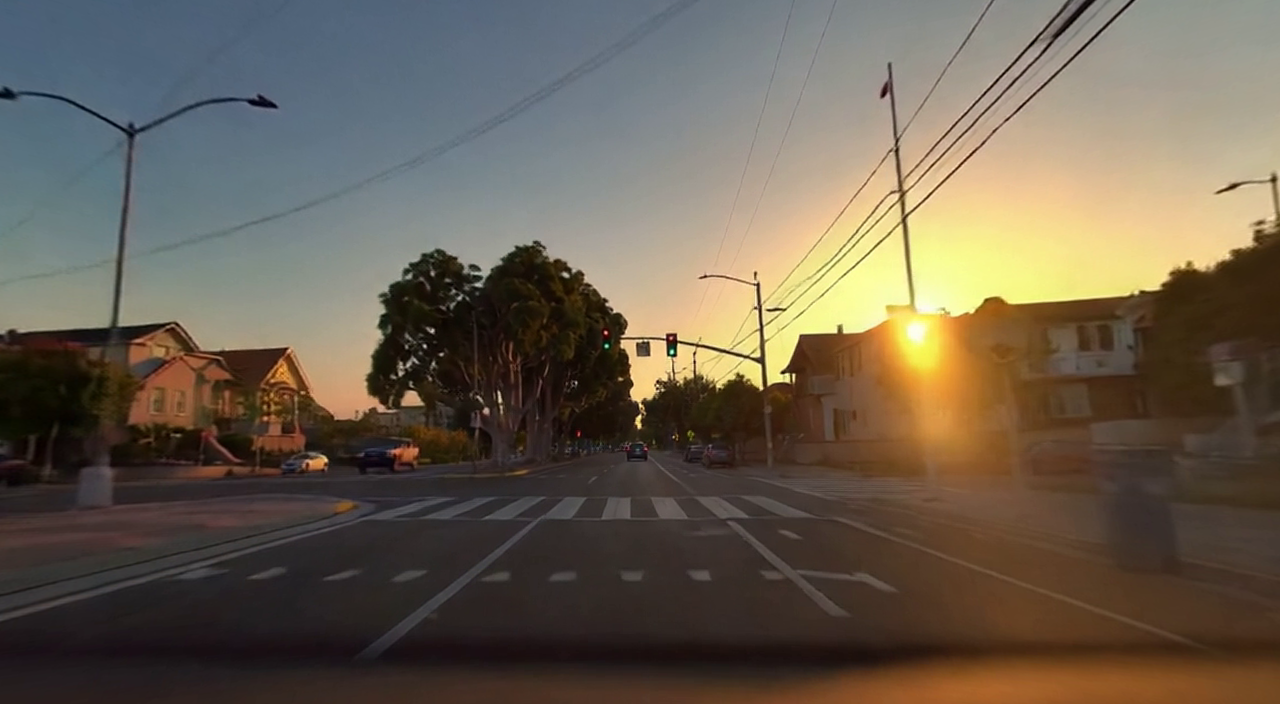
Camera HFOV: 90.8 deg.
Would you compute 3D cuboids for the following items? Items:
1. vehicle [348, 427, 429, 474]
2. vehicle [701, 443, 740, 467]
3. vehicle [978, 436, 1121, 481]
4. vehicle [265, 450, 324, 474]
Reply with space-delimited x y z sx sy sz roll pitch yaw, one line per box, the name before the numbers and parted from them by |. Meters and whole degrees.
vehicle | -16.773 6.619 42.686 2.620 2.901 6.931 0 -9 0
vehicle | 5.544 7.160 44.042 2.066 1.552 4.799 0 -8 -1
vehicle | 16.844 4.389 26.148 4.561 1.723 2.030 0 -9 -5
vehicle | -25.979 8.277 47.724 1.912 1.681 4.625 0 -9 -1
